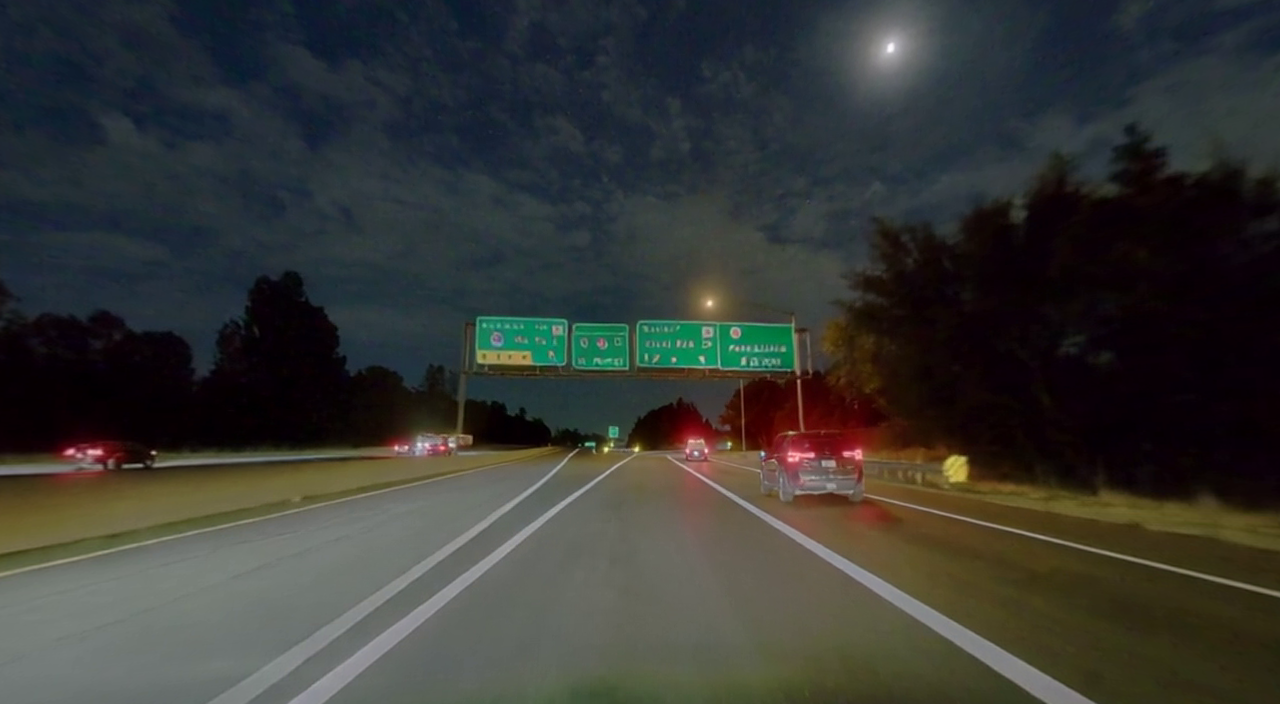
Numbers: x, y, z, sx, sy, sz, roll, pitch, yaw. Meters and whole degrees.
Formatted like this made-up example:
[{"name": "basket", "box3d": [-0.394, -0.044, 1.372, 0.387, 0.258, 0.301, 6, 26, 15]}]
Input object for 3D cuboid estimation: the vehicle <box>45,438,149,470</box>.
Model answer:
[{"name": "vehicle", "box3d": [-33.627, 6.313, 39.287, 2.168, 1.824, 4.932, 0, -8, -3]}]
